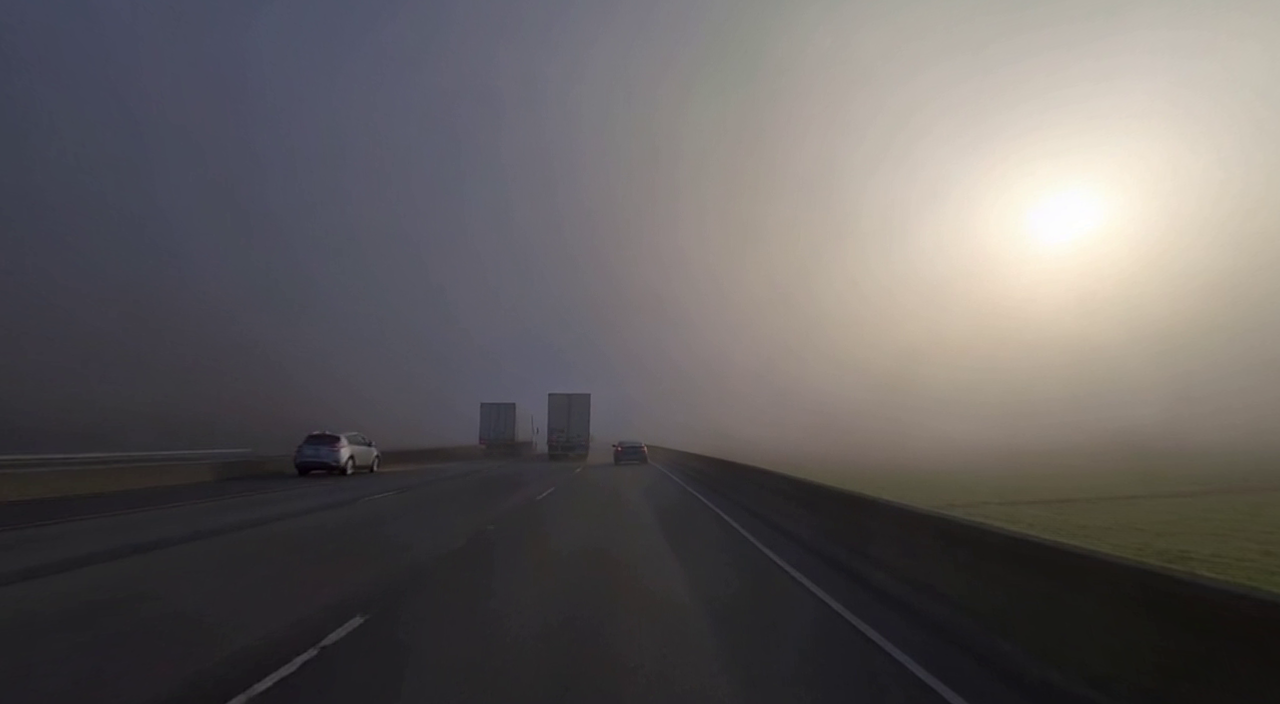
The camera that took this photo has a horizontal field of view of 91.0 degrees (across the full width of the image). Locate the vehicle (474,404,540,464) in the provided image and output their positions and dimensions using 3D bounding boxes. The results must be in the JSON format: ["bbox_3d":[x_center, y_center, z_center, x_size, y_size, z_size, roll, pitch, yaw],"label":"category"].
[{"bbox_3d":[-8.191,5.213,39.673,2.728,3.405,7.096,0,-8,-2],"label":"vehicle"}]

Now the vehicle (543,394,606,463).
[{"bbox_3d":[-4.312,5.741,45.886,3.475,4.037,17.454,0,-8,-2],"label":"vehicle"}]

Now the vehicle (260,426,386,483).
[{"bbox_3d":[-11.369,3.686,23.041,2.153,1.841,4.790,0,-8,-1],"label":"vehicle"}]

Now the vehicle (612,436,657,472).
[{"bbox_3d":[-0.305,4.489,27.960,1.891,1.477,3.599,0,-8,-2],"label":"vehicle"}]
